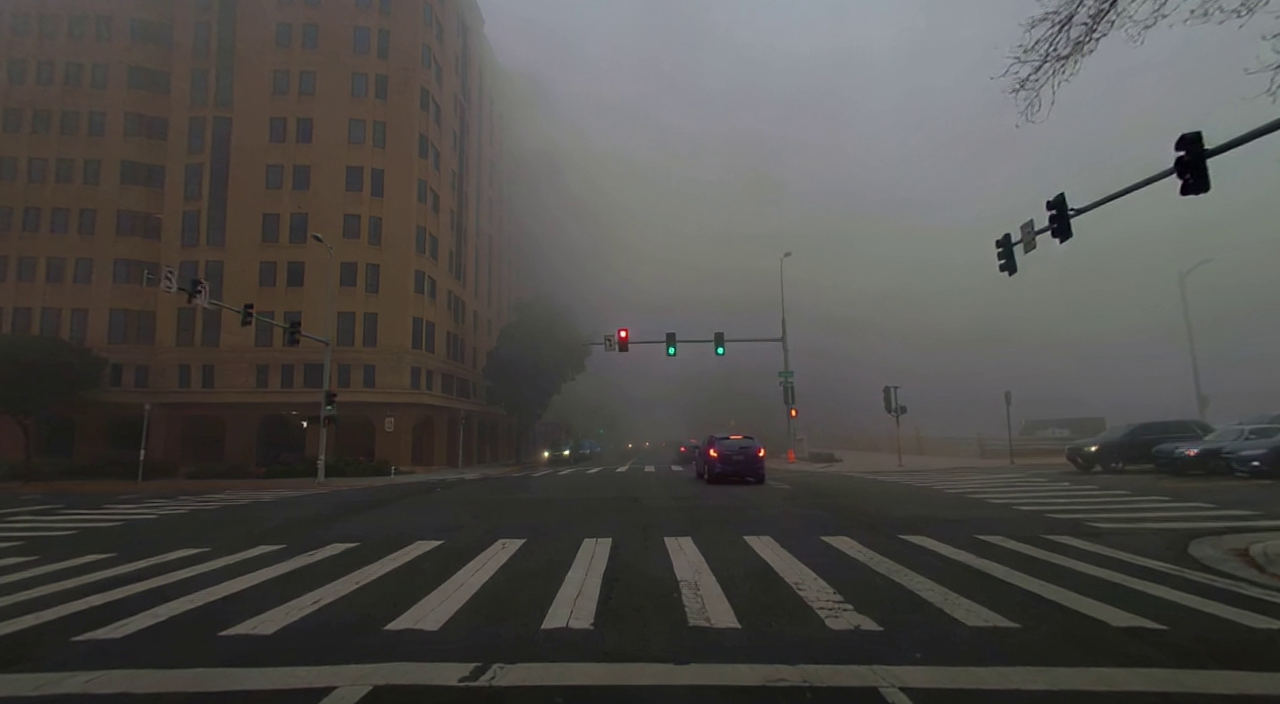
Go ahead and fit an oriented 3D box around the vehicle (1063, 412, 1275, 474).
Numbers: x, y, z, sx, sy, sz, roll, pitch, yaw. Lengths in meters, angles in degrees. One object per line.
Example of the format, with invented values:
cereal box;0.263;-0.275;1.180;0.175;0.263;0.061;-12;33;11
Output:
vehicle;16.916;2.938;20.405;4.802;1.860;2.146;0;-8;1

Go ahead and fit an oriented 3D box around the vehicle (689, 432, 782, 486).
vehicle;2.811;3.264;19.592;2.039;1.470;4.355;0;-8;-2
